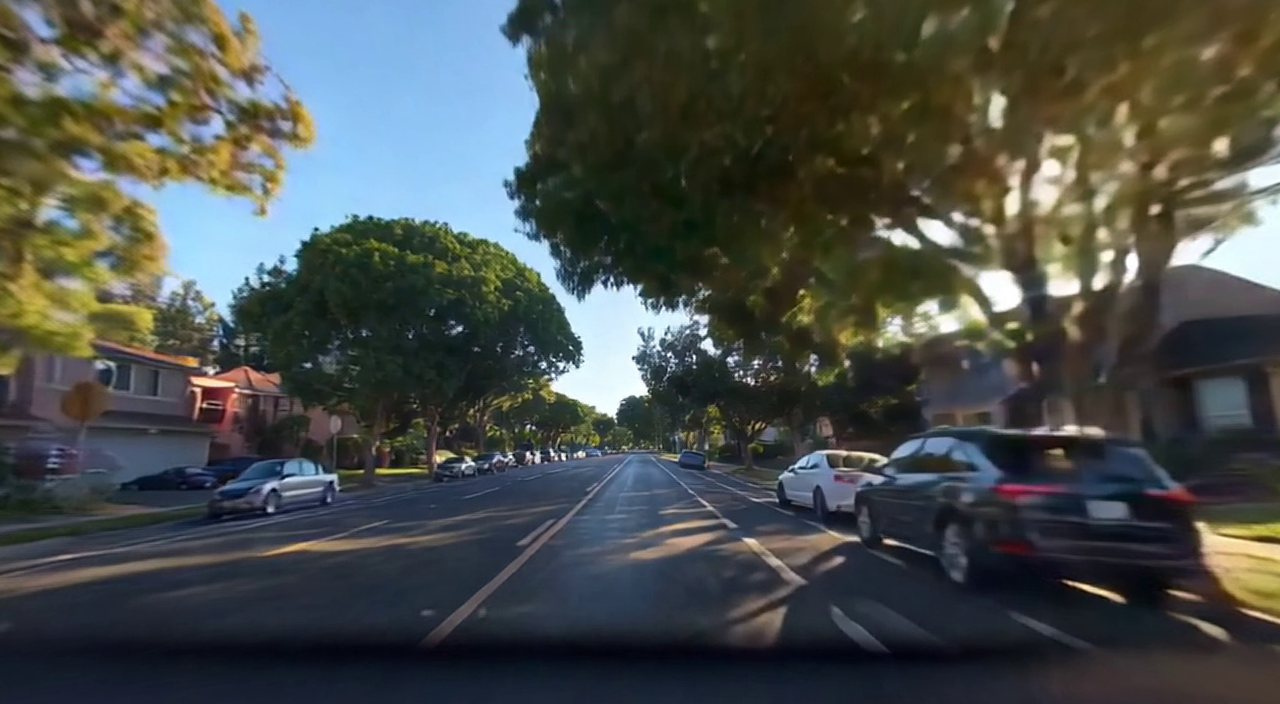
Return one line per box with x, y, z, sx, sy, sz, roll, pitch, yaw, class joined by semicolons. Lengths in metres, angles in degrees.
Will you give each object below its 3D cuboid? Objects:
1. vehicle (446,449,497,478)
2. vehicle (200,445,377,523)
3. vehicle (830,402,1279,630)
-10.847;7.227;41.010;2.082;1.661;4.403;-3;-10;0;vehicle
-10.705;3.979;19.942;2.338;1.871;5.795;-5;-8;-1;vehicle
4.177;1.676;7.550;2.254;1.812;4.817;0;-9;-1;vehicle
